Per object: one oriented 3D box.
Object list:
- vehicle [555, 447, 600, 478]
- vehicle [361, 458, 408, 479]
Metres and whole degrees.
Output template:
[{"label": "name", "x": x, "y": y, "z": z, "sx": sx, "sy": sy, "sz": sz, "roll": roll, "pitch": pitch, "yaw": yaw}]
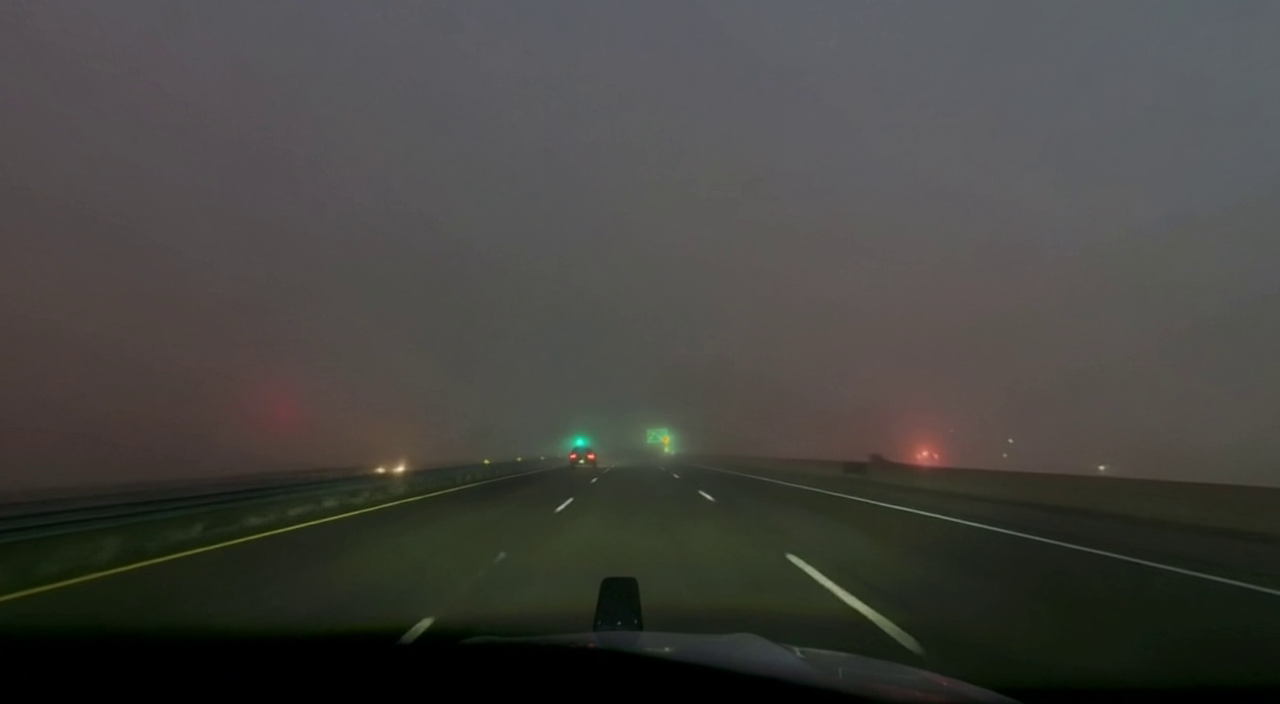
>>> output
[{"label": "vehicle", "x": -3.324, "y": 5.968, "z": 34.248, "sx": 2.100, "sy": 1.525, "sz": 4.179, "roll": 0, "pitch": -9, "yaw": 0}, {"label": "vehicle", "x": -20.074, "y": 9.126, "z": 49.544, "sx": 1.831, "sy": 1.465, "sz": 4.565, "roll": 0, "pitch": -9, "yaw": -1}]
